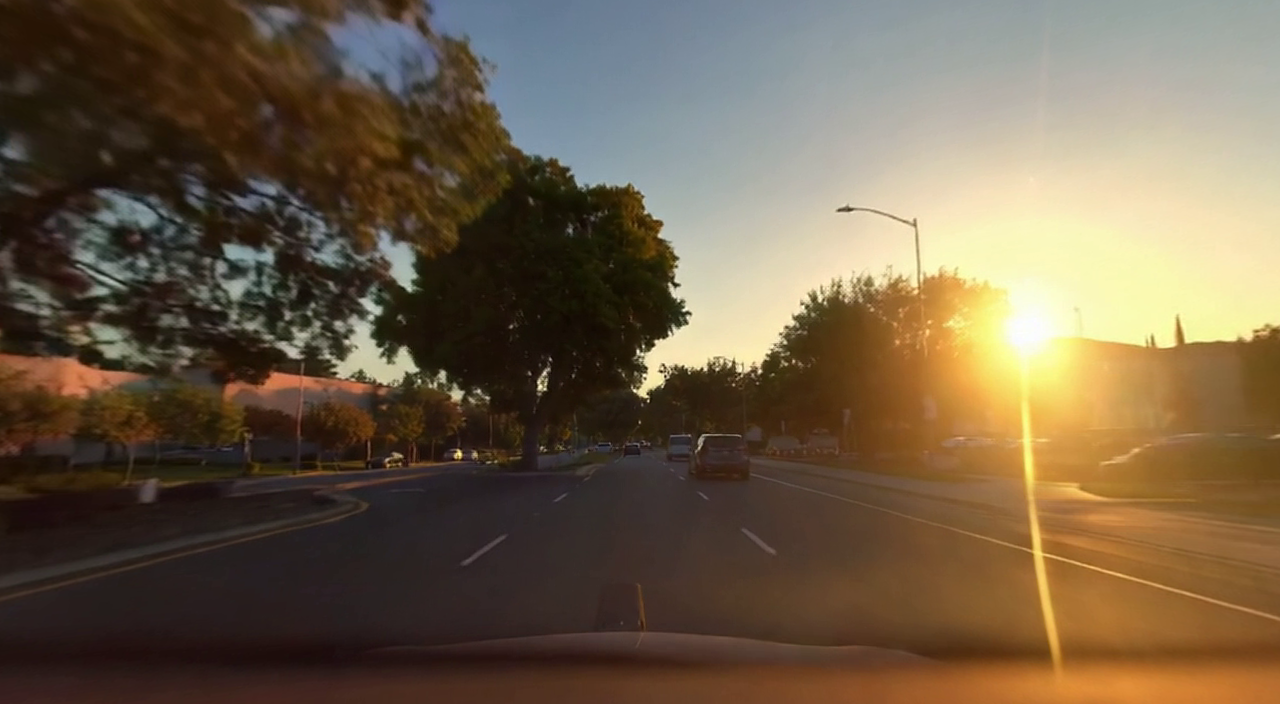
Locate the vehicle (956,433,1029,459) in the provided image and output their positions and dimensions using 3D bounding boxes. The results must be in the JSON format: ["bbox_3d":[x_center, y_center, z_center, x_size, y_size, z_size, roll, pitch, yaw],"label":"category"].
[{"bbox_3d":[27.818,7.437,49.949,4.609,1.919,1.985,0,-8,-9],"label":"vehicle"}]

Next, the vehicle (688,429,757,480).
[{"bbox_3d":[3.126,3.990,24.949,2.060,1.816,4.343,0,-8,-1],"label":"vehicle"}]
